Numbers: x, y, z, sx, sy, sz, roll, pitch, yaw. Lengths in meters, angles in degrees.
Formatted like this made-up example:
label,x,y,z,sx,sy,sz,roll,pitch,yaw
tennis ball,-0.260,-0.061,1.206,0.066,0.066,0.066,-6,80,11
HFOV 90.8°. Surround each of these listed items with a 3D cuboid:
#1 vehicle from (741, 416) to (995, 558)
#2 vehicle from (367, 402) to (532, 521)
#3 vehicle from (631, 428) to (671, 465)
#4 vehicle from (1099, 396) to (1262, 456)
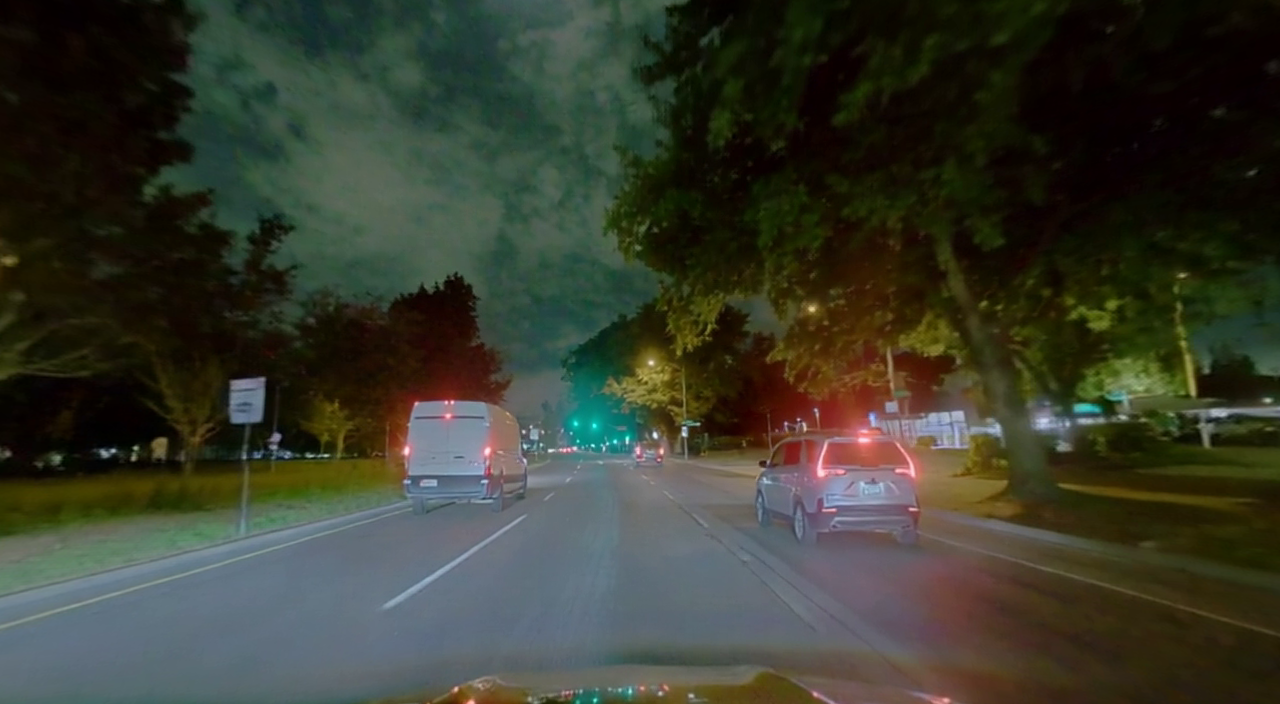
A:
label,x,y,z,sx,sy,sz,roll,pitch,yaw
vehicle,3.081,1.938,9.832,2.087,1.658,4.612,0,-8,-2
vehicle,-3.987,2.406,14.259,2.420,2.227,4.499,0,-8,-2
vehicle,0.739,6.900,46.195,2.397,2.566,5.324,1,-9,-5
vehicle,29.768,4.140,34.895,7.267,3.074,2.768,2,-8,-13
